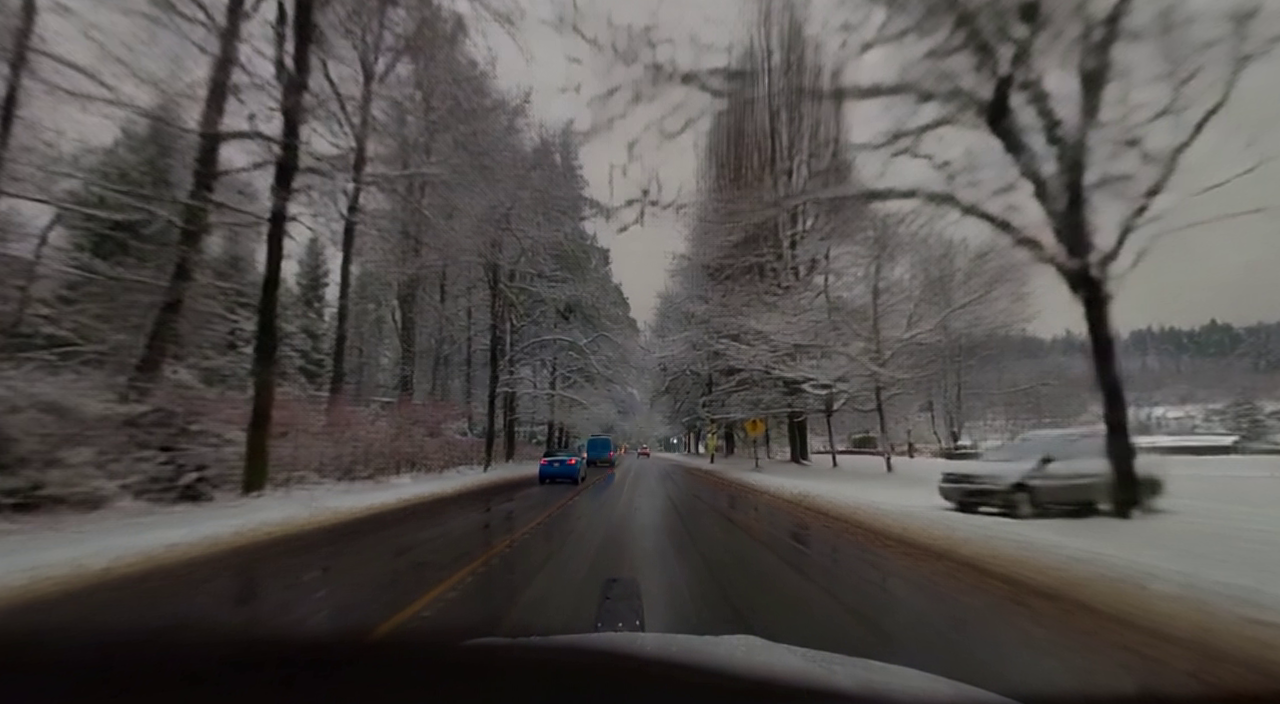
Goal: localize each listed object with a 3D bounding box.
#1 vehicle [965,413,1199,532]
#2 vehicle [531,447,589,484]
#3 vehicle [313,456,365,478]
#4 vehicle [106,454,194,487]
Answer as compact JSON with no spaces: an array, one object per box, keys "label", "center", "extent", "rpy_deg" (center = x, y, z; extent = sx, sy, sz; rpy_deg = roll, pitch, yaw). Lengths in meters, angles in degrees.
[{"label":"vehicle","center":[7.045,1.934,10.463],"extent":[1.596,1.654,2.920],"rpy_deg":[0,-9,-2]},{"label":"vehicle","center":[-3.400,4.915,27.627],"extent":[2.009,1.473,4.028],"rpy_deg":[0,-9,0]},{"label":"vehicle","center":[-22.800,8.725,48.079],"extent":[1.817,1.499,4.440],"rpy_deg":[0,-9,-1]},{"label":"vehicle","center":[-32.801,8.052,42.534],"extent":[2.140,1.763,5.276],"rpy_deg":[2,-15,-7]}]
